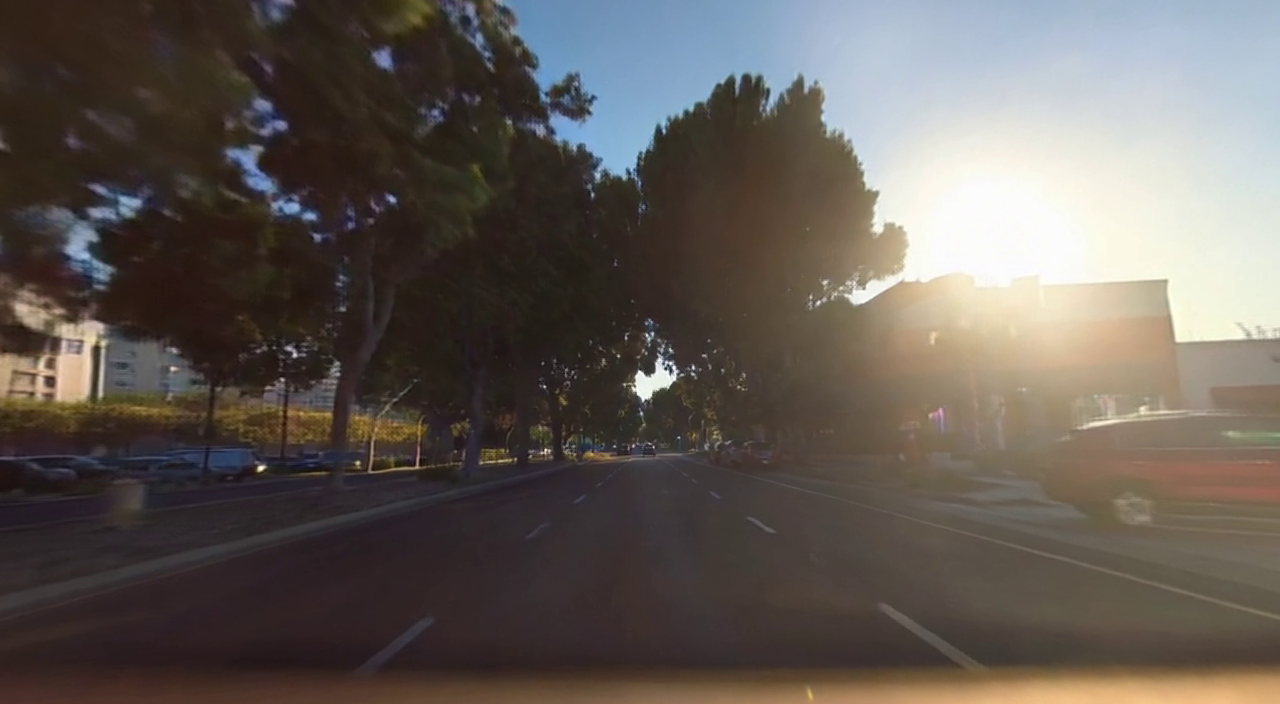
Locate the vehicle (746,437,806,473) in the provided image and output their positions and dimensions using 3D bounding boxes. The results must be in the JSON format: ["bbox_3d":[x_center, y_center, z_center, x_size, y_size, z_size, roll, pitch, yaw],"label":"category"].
[{"bbox_3d":[7.142,5.458,33.633,2.084,1.736,4.754,0,-8,-1],"label":"vehicle"}]

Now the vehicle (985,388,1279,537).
[{"bbox_3d":[8.971,1.778,10.363,5.329,2.114,2.325,-3,-9,18],"label":"vehicle"}]

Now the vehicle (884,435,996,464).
[{"bbox_3d":[16.909,5.509,35.705,5.222,1.515,2.044,-1,-9,-1],"label":"vehicle"}]

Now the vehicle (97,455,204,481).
[{"bbox_3d":[-32.705,7.766,42.209,5.238,1.618,2.263,-1,-9,1],"label":"vehicle"}]

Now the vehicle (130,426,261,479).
[{"bbox_3d":[-32.839,7.424,46.810,7.106,3.726,3.230,0,-9,1],"label":"vehicle"}]

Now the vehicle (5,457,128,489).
[{"bbox_3d":[-33.152,6.987,36.562,4.993,1.742,2.124,0,-9,0],"label":"vehicle"}]
